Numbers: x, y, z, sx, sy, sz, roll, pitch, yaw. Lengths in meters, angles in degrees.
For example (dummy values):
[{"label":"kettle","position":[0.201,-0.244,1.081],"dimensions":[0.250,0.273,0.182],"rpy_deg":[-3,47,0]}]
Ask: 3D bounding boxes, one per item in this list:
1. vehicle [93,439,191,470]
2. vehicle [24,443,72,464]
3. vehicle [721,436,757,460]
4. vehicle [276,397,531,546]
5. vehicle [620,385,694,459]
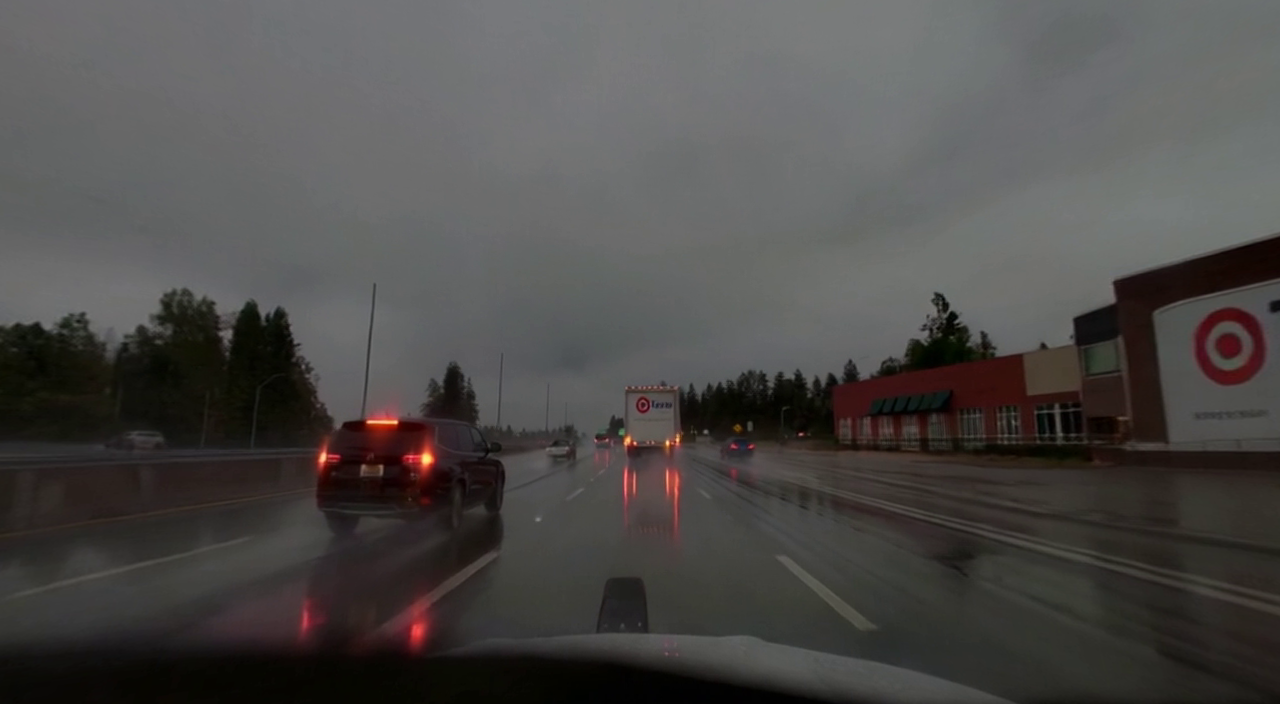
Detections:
[{"label":"vehicle","position":[-28.853,5.947,36.573],"dimensions":[1.959,1.681,4.487],"rpy_deg":[0,-9,1]},{"label":"vehicle","position":[-43.016,7.345,45.578],"dimensions":[4.441,1.501,1.924],"rpy_deg":[-7,-11,40]},{"label":"vehicle","position":[7.183,7.049,46.103],"dimensions":[1.958,1.681,4.109],"rpy_deg":[0,-9,0]},{"label":"vehicle","position":[-3.376,1.847,10.321],"dimensions":[2.178,1.826,4.933],"rpy_deg":[0,-9,1]},{"label":"vehicle","position":[1.549,4.851,42.883],"dimensions":[3.657,4.173,13.731],"rpy_deg":[-1,-7,7]}]
